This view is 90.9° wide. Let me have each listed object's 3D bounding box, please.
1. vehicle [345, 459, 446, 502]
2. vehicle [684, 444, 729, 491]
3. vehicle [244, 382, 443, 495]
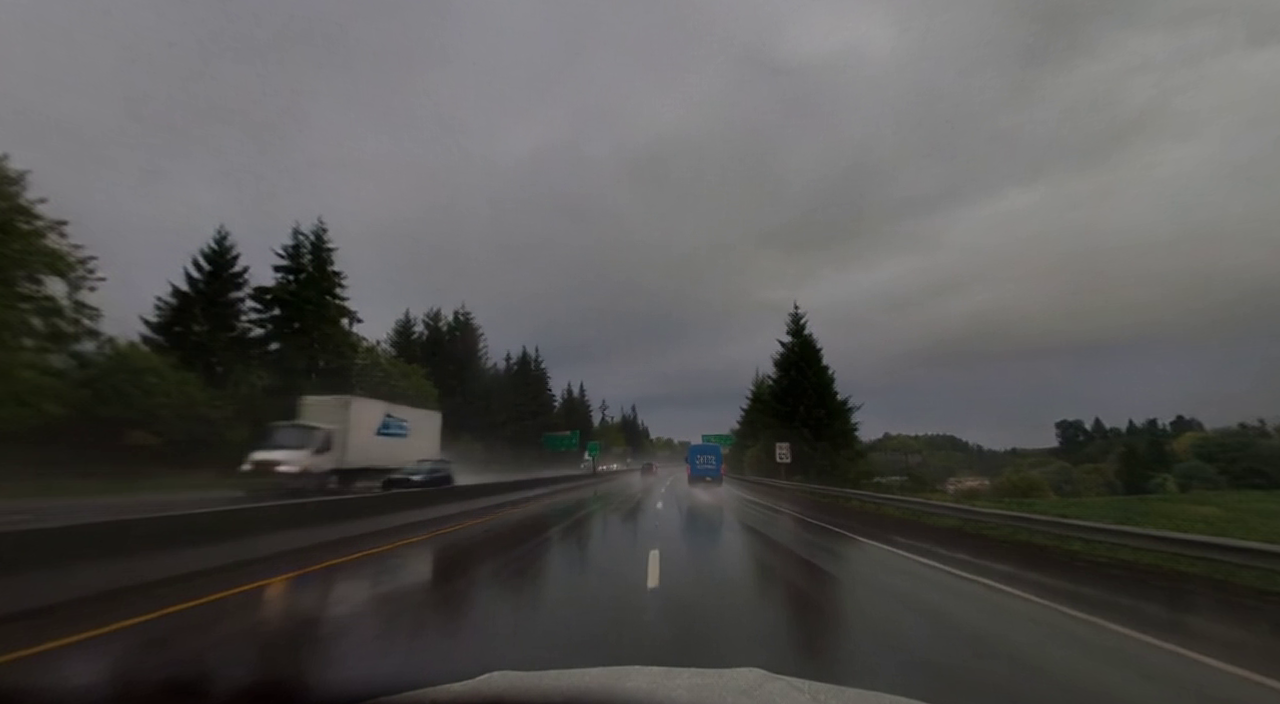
[{"bbox_3d":[-9.239,4.897,24.185,2.075,1.468,4.118,0,-11,2],"label":"vehicle"},{"bbox_3d":[4.013,7.173,39.096,2.366,2.595,5.793,0,-11,2],"label":"vehicle"},{"bbox_3d":[-13.603,4.547,31.087,3.066,4.409,12.568,0,-11,3],"label":"vehicle"}]
